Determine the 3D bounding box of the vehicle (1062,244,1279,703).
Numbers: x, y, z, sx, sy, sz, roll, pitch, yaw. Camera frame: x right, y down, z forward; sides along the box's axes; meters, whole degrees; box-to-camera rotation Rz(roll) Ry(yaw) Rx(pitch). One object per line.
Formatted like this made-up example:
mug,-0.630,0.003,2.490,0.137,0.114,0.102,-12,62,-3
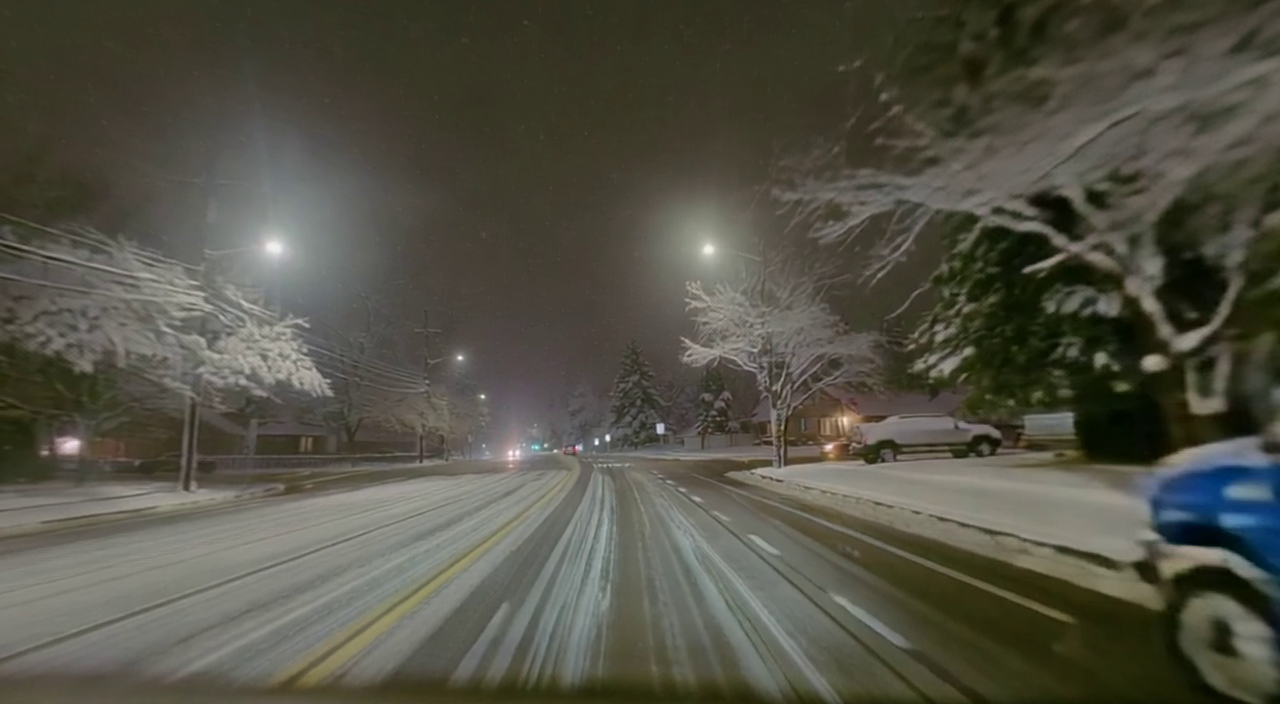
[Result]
vehicle,4.435,0.376,0.548,2.794,2.437,7.684,0,-8,0

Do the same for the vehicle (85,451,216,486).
vehicle,-26.504,6.306,34.398,5.067,1.792,2.217,1,-8,-10

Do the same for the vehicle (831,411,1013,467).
vehicle,10.956,3.438,24.940,5.949,2.092,2.570,0,-8,-3

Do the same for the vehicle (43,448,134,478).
vehicle,-41.548,8.327,47.805,2.216,2.031,5.521,1,-8,-5
